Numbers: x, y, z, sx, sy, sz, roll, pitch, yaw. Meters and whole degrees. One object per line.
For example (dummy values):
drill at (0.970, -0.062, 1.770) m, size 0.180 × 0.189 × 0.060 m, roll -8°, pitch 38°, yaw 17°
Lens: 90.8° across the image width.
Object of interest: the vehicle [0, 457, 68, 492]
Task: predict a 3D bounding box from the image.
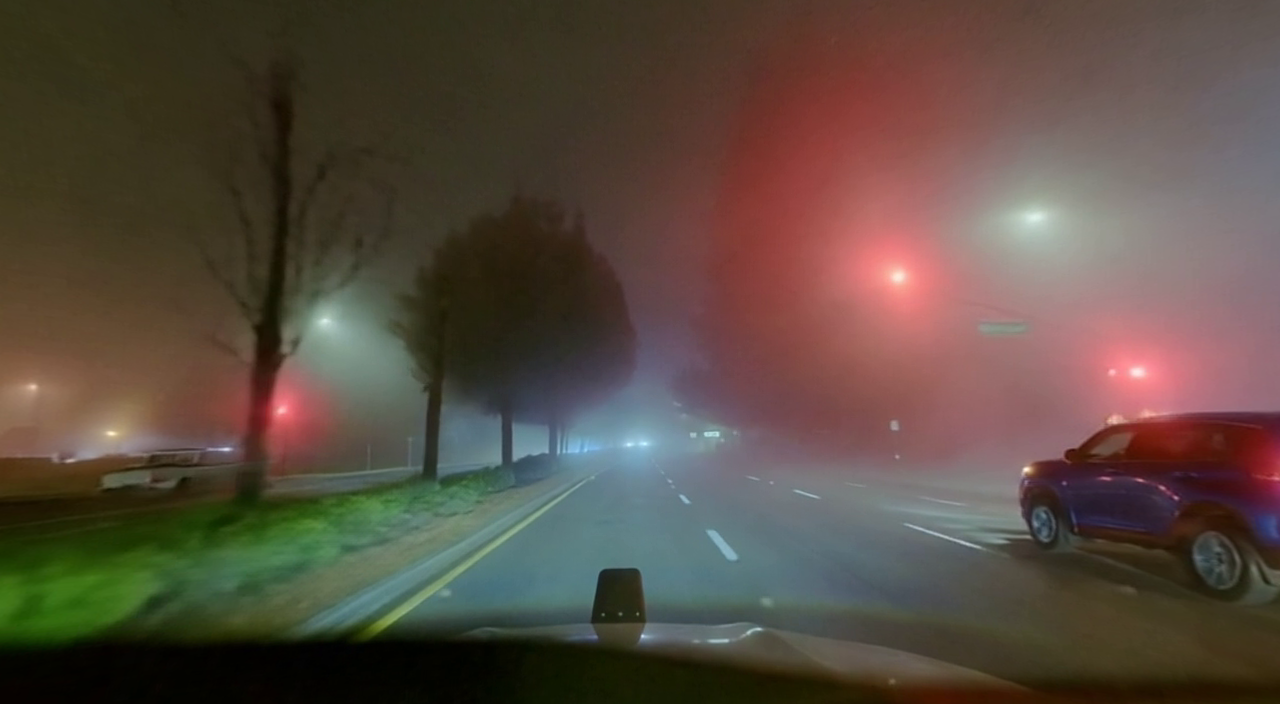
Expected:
vehicle at (-27.977, 5.326, 27.629) m, size 4.052 × 1.403 × 1.948 m, roll -1°, pitch -8°, yaw 2°

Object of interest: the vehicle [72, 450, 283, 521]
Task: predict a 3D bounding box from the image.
vehicle at (-11.409, 3.268, 16.136) m, size 1.888 × 1.480 × 4.644 m, roll 0°, pitch -8°, yaw 0°

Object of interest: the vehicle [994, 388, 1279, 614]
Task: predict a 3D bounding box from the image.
vehicle at (6.019, 1.394, 6.481) m, size 2.012 × 1.754 × 4.635 m, roll 0°, pitch -8°, yaw -1°
